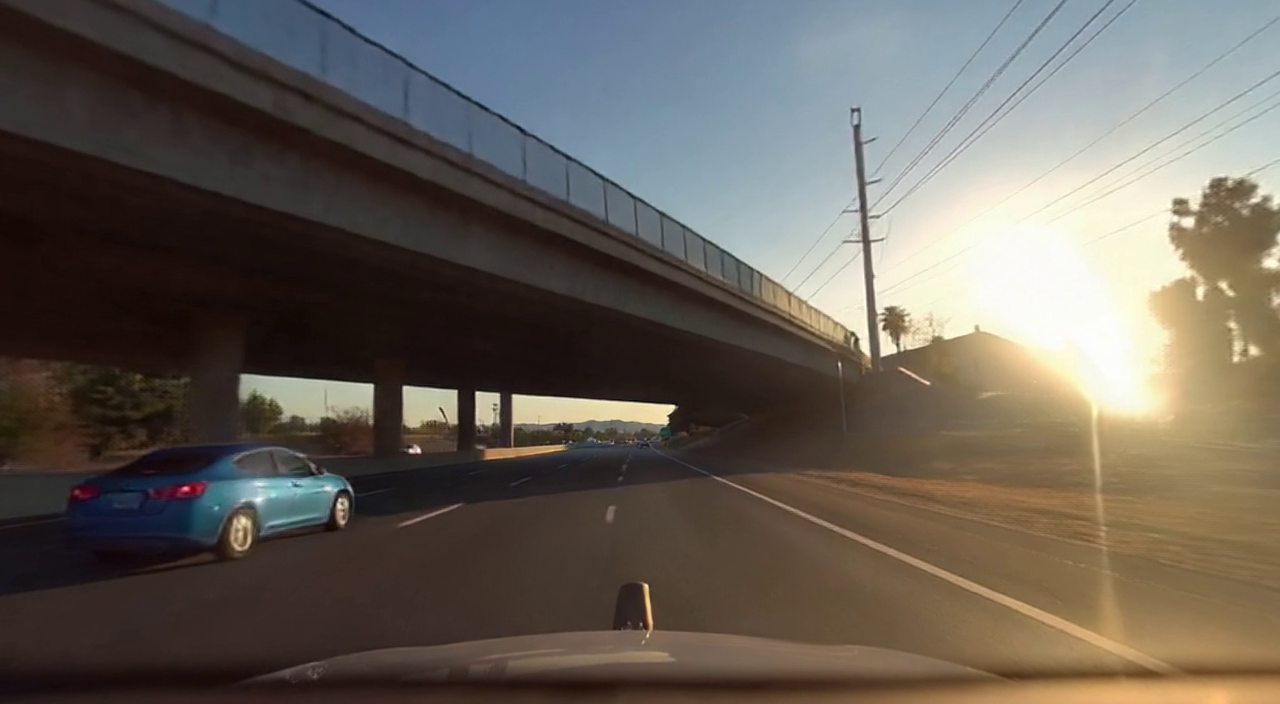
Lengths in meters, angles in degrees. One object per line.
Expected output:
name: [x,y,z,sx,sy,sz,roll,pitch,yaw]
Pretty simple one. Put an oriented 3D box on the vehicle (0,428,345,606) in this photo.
vehicle: [-5.860,1.791,7.904,2.105,1.551,4.602,0,-8,0]
